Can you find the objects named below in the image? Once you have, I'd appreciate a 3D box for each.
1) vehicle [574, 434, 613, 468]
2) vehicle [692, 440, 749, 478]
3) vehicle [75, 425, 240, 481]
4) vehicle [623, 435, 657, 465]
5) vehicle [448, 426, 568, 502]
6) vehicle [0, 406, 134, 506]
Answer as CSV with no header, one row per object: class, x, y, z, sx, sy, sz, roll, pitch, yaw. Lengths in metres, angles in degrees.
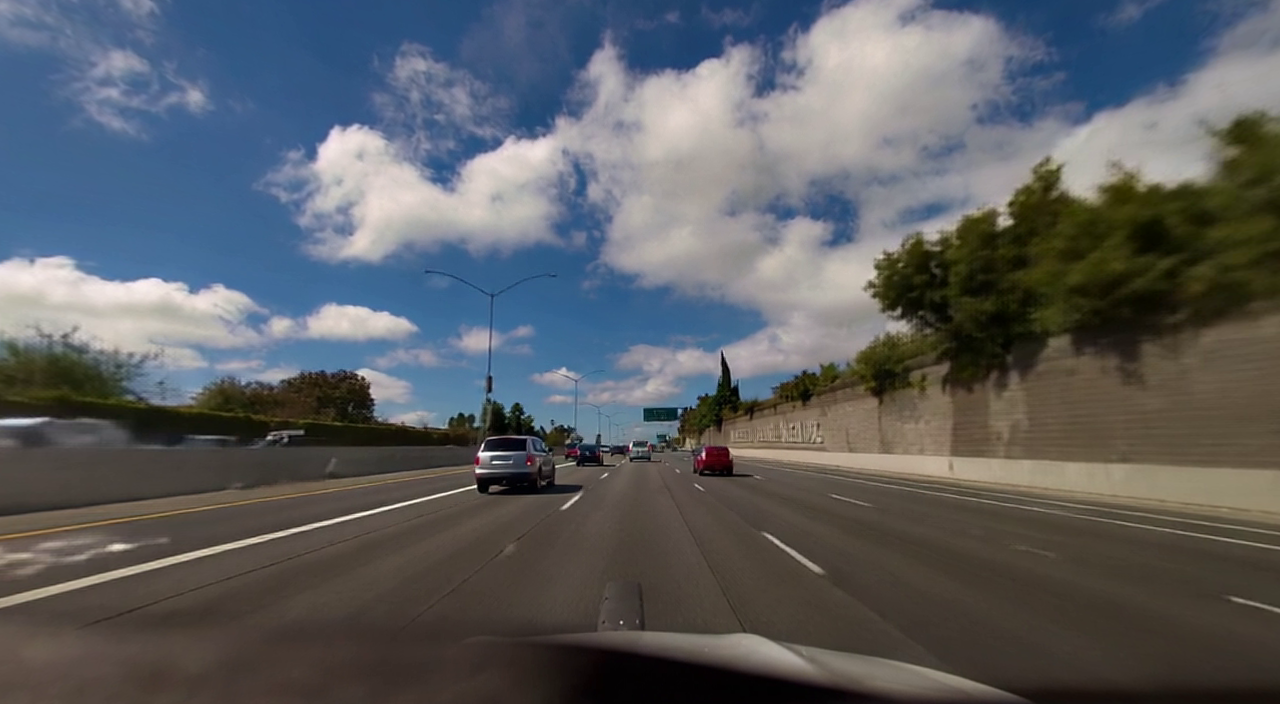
vehicle,-3.201,6.908,44.181,2.378,2.214,4.352,0,-9,0
vehicle,4.006,5.405,32.121,2.224,1.752,4.487,0,-9,-1
vehicle,-24.292,5.145,32.301,2.751,2.534,7.033,0,-9,1
vehicle,-0.012,7.608,48.987,2.485,2.215,5.199,0,-9,0
vehicle,-3.503,3.123,18.012,2.184,1.819,5.441,0,-9,1
vehicle,-17.540,2.688,16.339,2.877,2.497,7.068,0,-9,0
